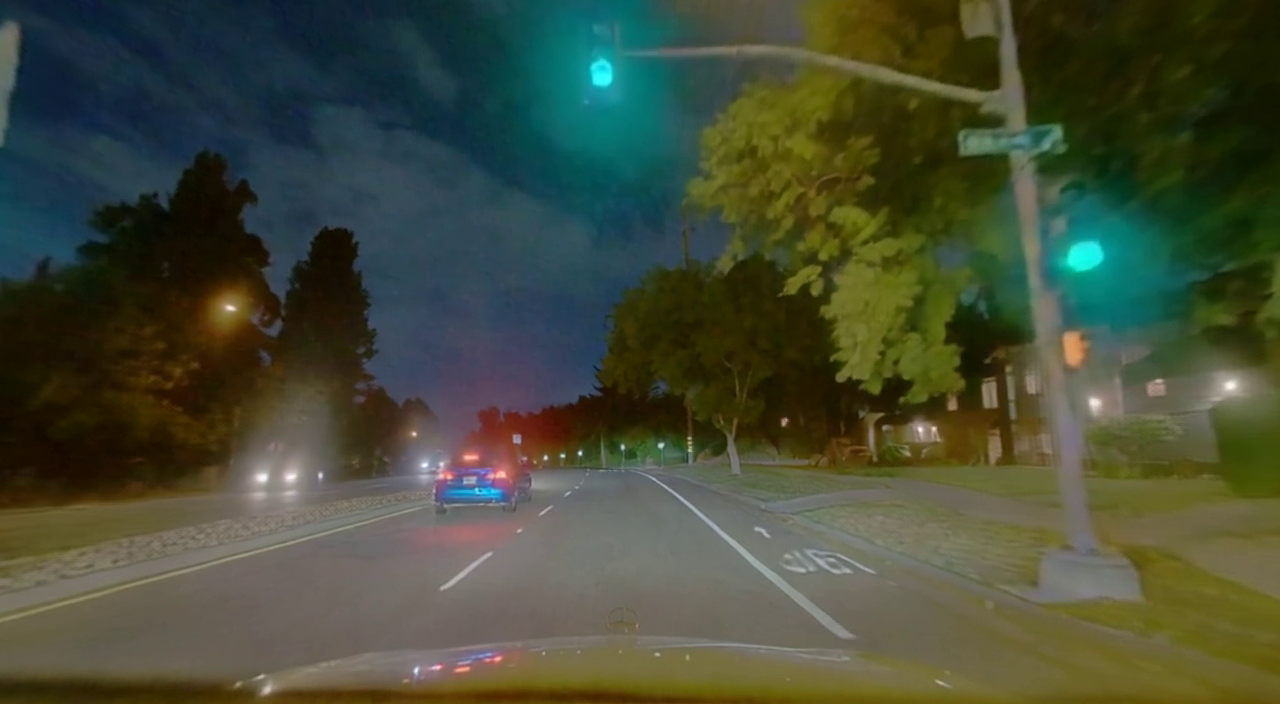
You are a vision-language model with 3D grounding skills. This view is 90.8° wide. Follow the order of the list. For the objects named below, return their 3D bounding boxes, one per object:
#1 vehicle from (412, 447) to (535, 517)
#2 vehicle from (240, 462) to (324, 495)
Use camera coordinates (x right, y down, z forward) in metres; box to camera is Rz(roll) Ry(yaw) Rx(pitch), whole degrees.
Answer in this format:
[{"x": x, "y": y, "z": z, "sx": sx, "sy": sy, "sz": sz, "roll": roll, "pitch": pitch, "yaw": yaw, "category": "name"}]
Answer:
[{"x": -4.044, "y": 3.220, "z": 16.230, "sx": 1.980, "sy": 1.508, "sz": 4.502, "roll": 0, "pitch": -9, "yaw": -1, "category": "vehicle"}, {"x": -18.332, "y": 6.462, "z": 32.628, "sx": 1.874, "sy": 1.494, "sz": 4.395, "roll": 0, "pitch": -9, "yaw": -2, "category": "vehicle"}]
